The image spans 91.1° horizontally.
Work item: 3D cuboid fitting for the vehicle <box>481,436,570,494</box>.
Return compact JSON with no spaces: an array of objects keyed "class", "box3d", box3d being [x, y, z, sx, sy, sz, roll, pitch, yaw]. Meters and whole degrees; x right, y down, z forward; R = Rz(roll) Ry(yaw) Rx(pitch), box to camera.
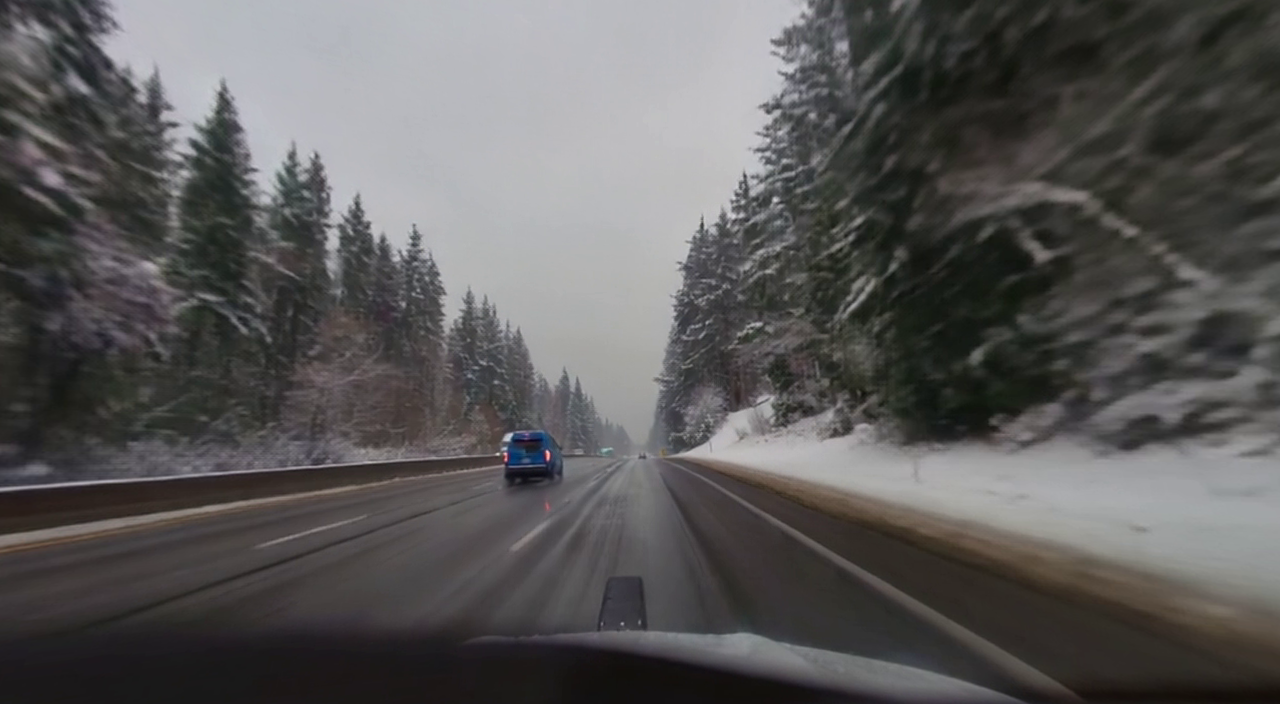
[{"class":"vehicle","box3d":[-3.739,3.753,21.382,2.084,1.752,4.479,0,-8,2]}]
